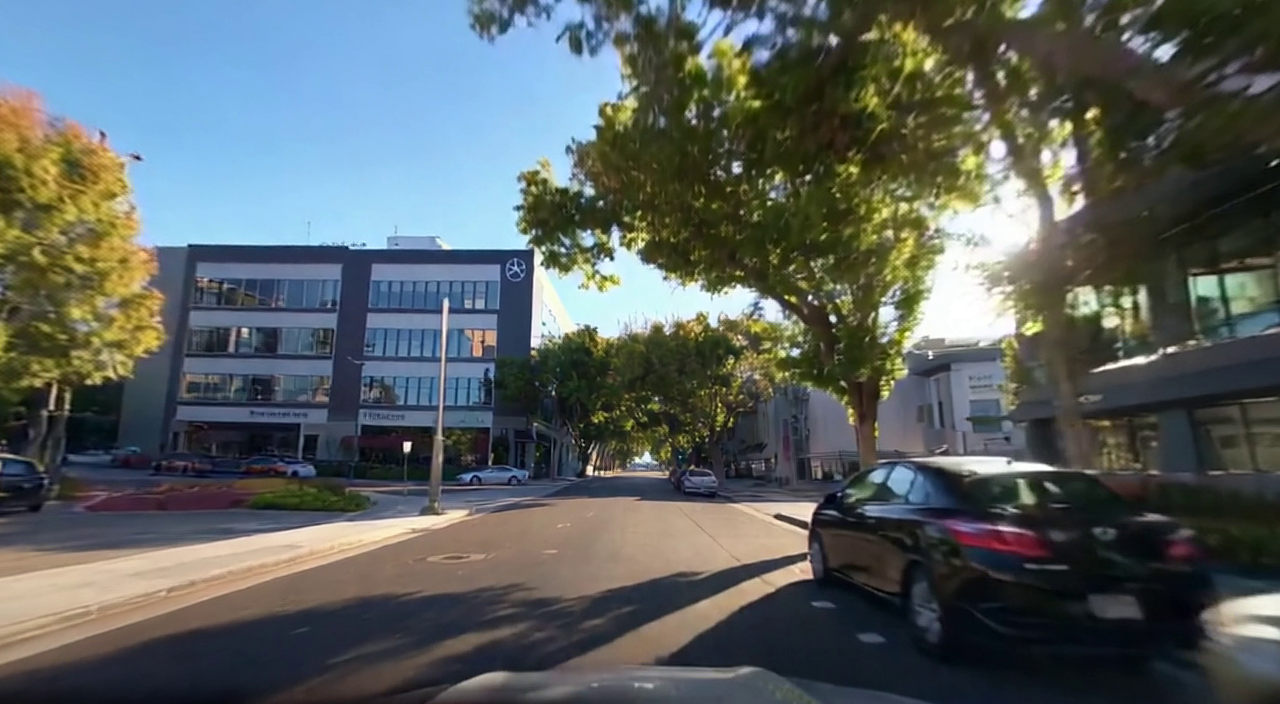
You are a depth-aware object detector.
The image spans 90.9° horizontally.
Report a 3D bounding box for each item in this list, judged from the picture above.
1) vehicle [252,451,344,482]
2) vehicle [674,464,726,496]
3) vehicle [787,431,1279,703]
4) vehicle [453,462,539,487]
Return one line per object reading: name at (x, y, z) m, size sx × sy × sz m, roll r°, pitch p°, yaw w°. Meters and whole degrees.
vehicle at (-19.759, 6.663, 36.549) m, size 4.118 × 1.482 × 1.889 m, roll 2°, pitch -12°, yaw 2°
vehicle at (2.872, 6.280, 31.119) m, size 2.073 × 1.434 × 3.899 m, roll 1°, pitch -11°, yaw -2°
vehicle at (2.834, 1.689, 5.721) m, size 1.962 × 1.627 × 4.371 m, roll 2°, pitch -10°, yaw 0°
vehicle at (-8.904, 7.604, 39.106) m, size 4.770 × 1.448 × 1.983 m, roll 9°, pitch -13°, yaw -38°
